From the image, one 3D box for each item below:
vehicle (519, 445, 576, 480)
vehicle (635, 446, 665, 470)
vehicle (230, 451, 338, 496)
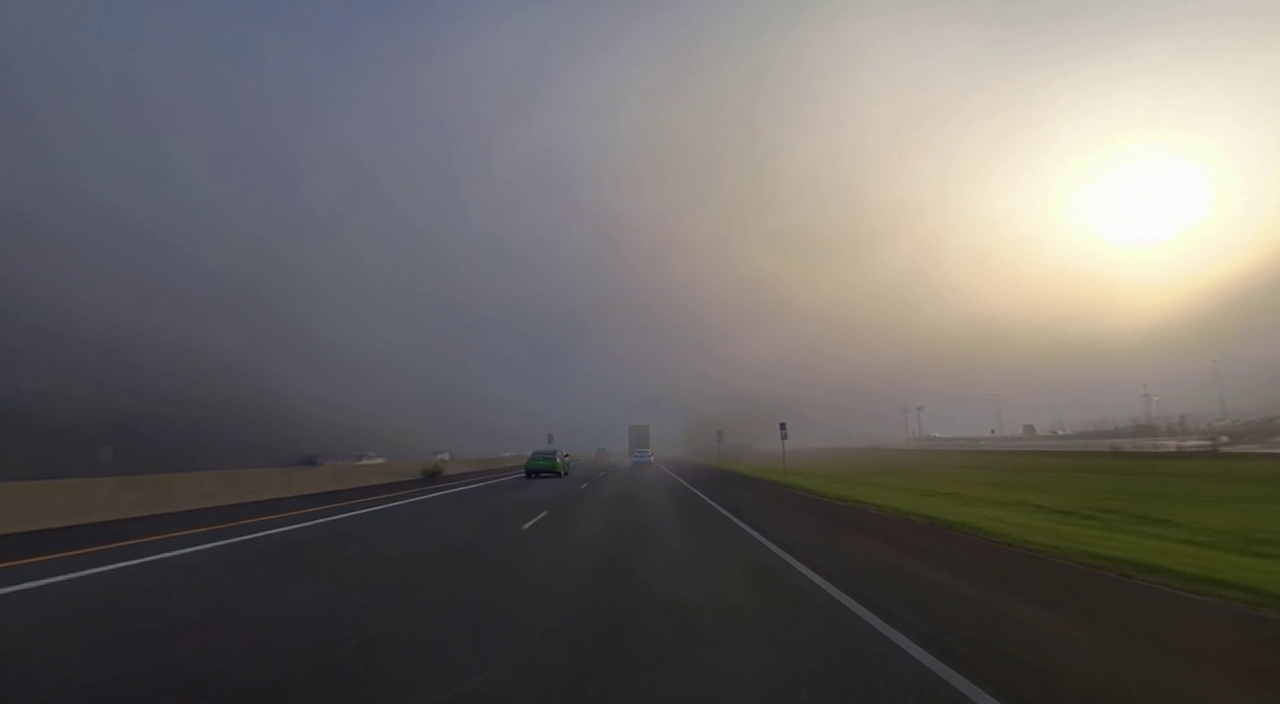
[{"bbox_3d":[-4.424,5.336,30.713,2.172,1.548,3.953,0,-9,0],"label":"vehicle"},{"bbox_3d":[0.675,7.485,44.732,1.992,1.593,3.937,0,-9,-1],"label":"vehicle"},{"bbox_3d":[-12.287,4.173,22.023,1.743,1.405,3.476,0,-9,-1],"label":"vehicle"}]
